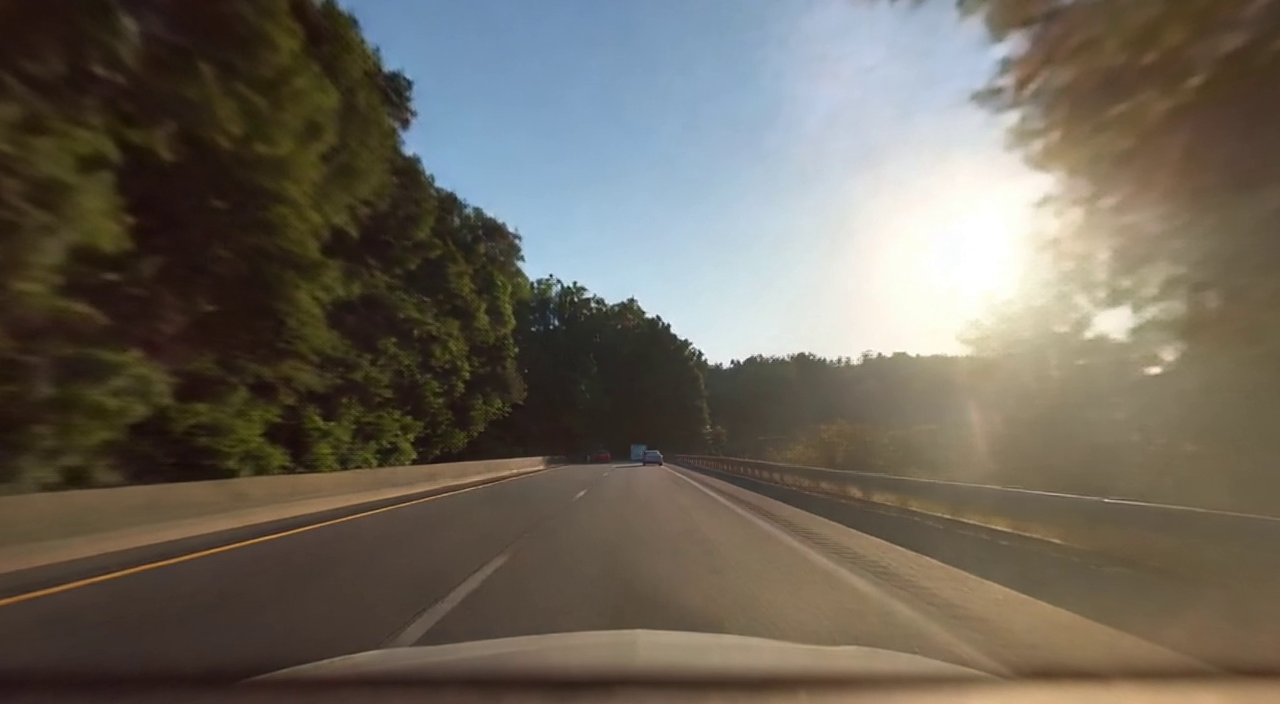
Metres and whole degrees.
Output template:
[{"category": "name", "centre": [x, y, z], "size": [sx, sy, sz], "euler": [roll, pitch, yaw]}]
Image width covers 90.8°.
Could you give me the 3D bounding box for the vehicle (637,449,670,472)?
[{"category": "vehicle", "centre": [0.858, 7.266, 42.404], "size": [2.046, 1.452, 4.407], "euler": [0, -9, -1]}]
